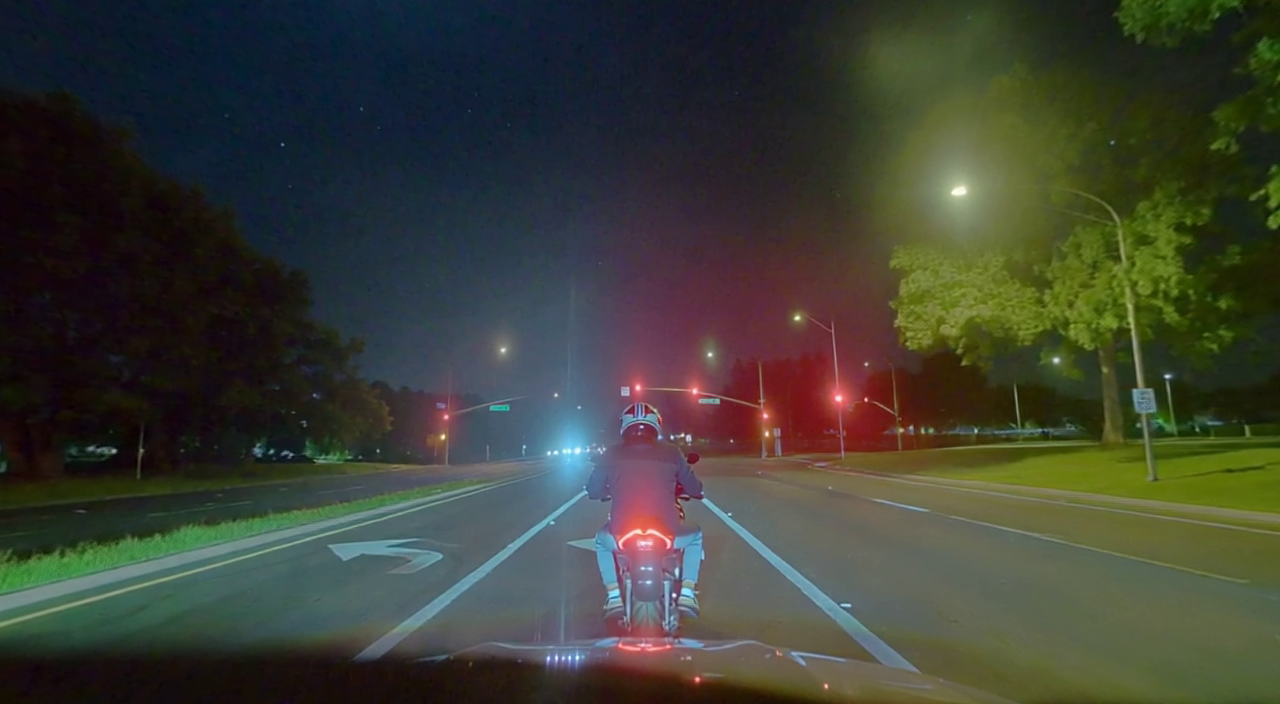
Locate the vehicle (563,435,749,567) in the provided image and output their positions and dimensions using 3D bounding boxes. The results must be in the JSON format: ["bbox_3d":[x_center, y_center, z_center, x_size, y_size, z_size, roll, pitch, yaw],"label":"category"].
[{"bbox_3d":[0.131,1.999,9.388,2.093,1.450,4.437,0,-8,-1],"label":"vehicle"}]
